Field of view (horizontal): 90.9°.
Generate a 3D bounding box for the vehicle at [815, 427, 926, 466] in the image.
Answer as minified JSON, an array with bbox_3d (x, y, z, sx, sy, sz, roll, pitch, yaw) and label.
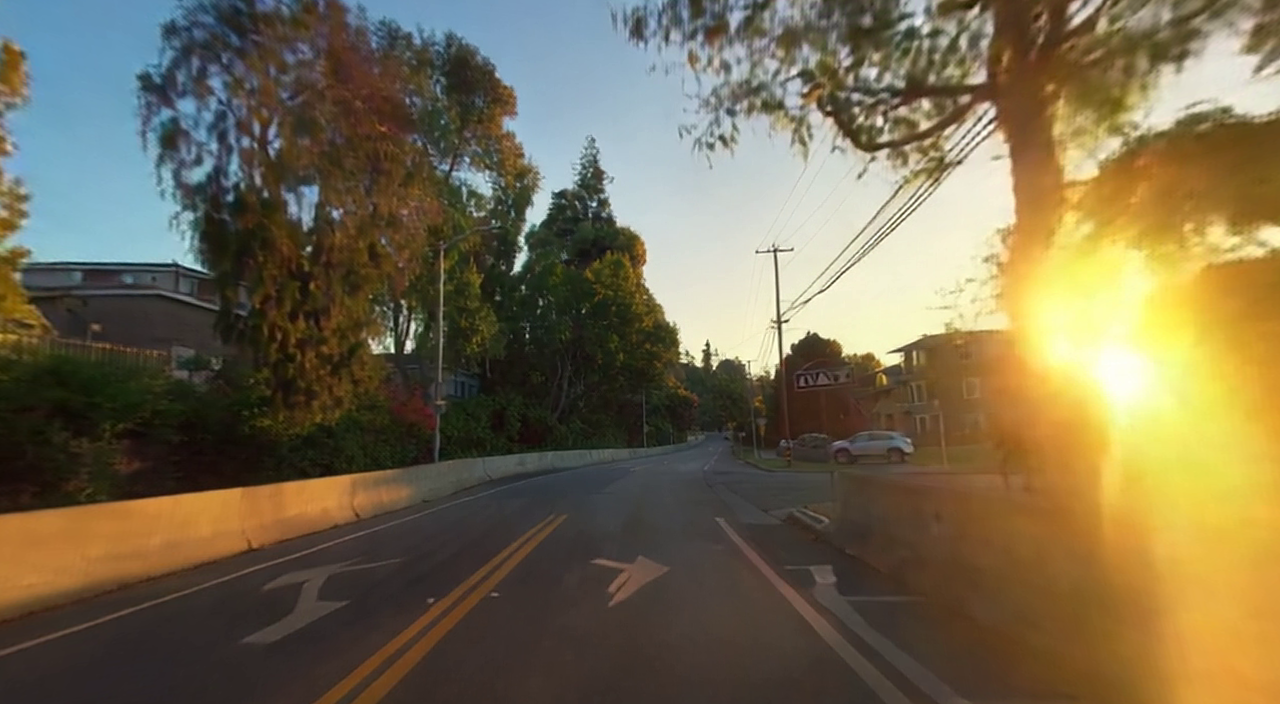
[{"bbox_3d":[10.989,4.532,30.308,4.614,1.764,1.860,-1,-9,5],"label":"vehicle"}]
